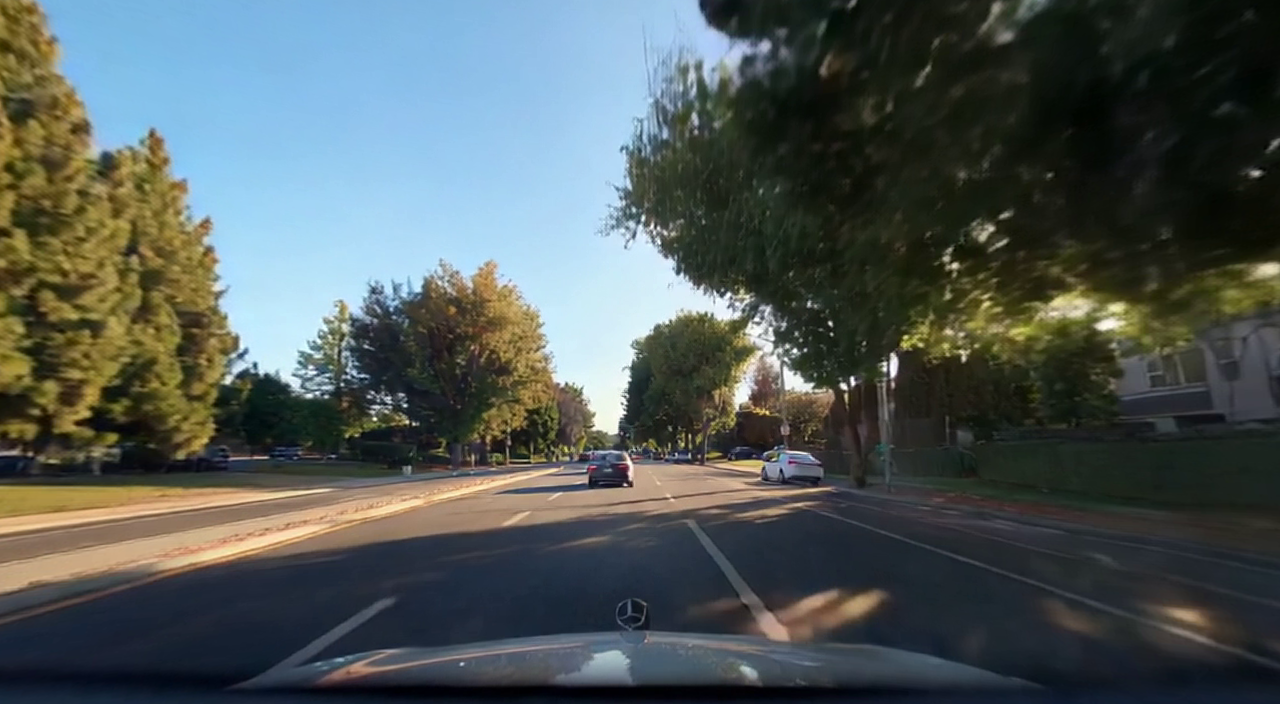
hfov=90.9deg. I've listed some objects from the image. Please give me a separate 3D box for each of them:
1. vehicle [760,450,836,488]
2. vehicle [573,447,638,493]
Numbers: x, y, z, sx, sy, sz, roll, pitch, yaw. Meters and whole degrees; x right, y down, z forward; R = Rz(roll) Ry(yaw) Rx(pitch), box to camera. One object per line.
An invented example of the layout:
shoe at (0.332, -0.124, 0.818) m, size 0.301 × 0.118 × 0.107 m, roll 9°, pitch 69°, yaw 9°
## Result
vehicle at (6.785, 5.064, 27.658) m, size 2.164 × 1.511 × 4.571 m, roll 0°, pitch -9°, yaw 0°
vehicle at (-1.139, 4.159, 22.647) m, size 2.099 × 1.470 × 4.302 m, roll 0°, pitch -9°, yaw -1°
